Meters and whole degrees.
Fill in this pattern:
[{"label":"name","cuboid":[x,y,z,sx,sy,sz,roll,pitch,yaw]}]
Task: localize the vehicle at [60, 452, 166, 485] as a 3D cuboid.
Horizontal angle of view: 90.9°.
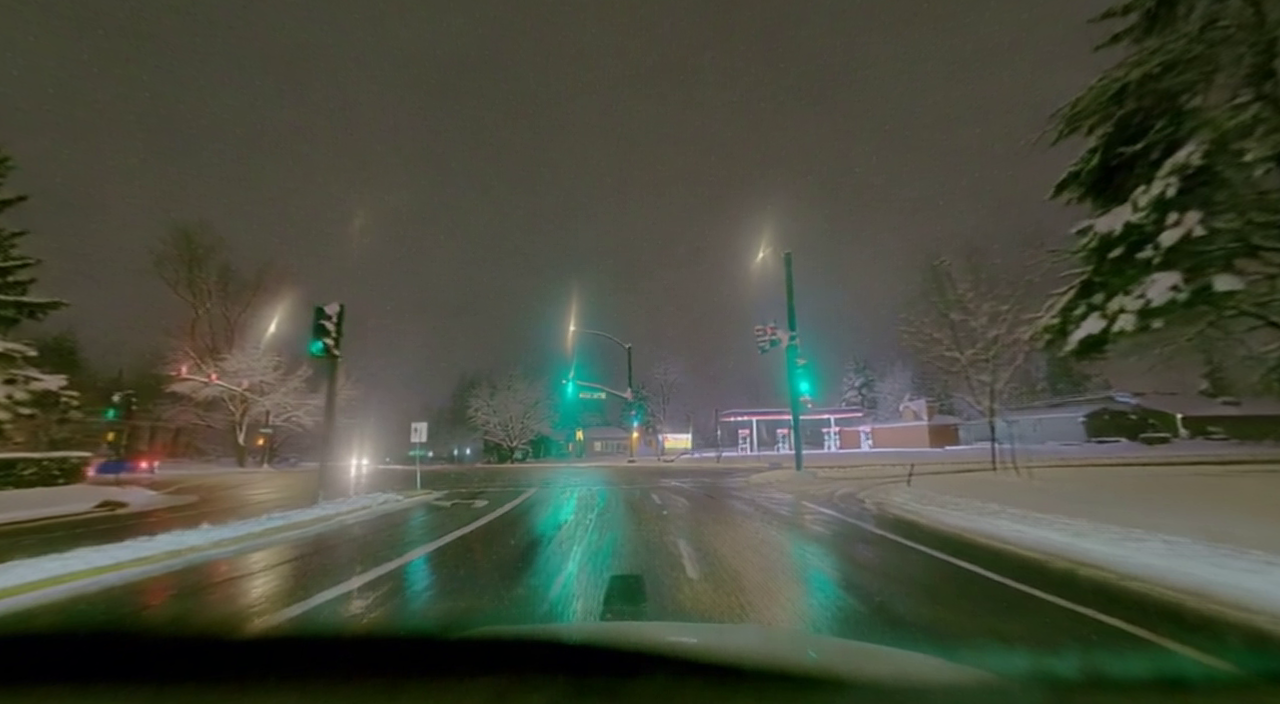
[{"label":"vehicle","cuboid":[-29.705,6.543,35.597,4.559,1.608,1.961,-2,-7,8]}]
